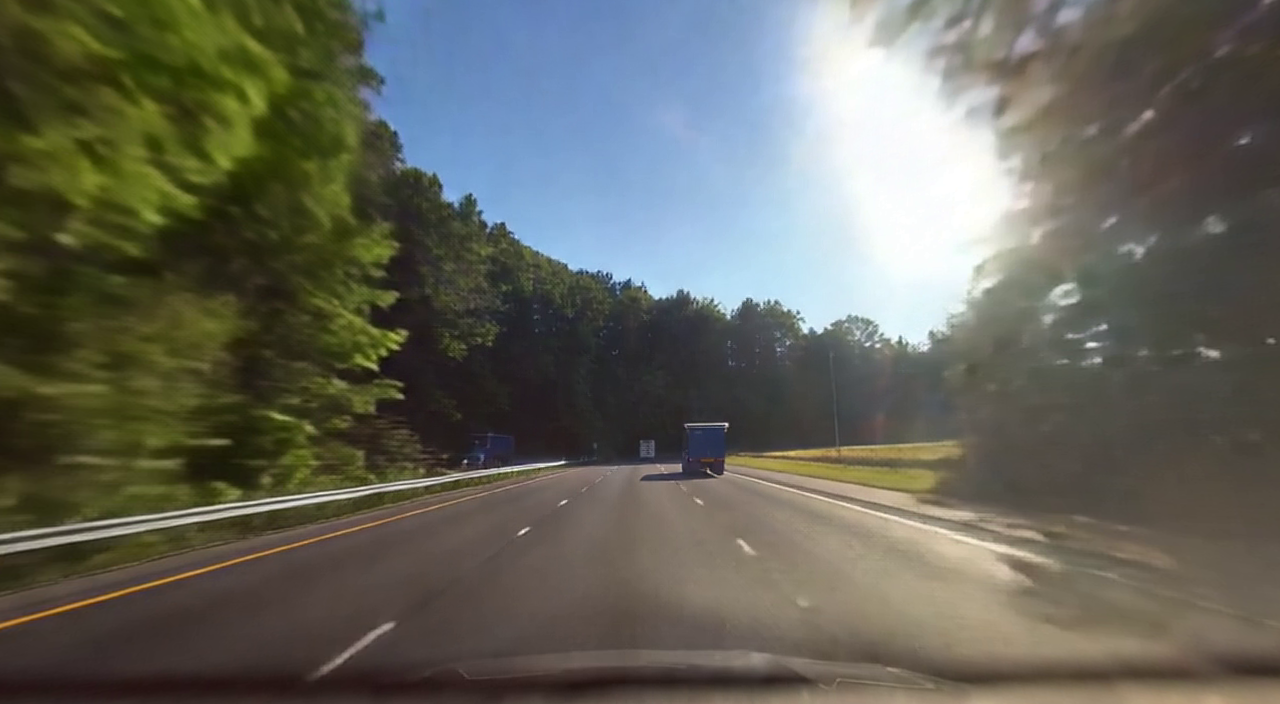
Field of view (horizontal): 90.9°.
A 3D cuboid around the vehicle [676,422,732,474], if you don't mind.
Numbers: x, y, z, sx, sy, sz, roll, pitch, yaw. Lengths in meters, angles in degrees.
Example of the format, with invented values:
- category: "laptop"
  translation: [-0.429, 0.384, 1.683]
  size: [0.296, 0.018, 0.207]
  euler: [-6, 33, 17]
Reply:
- category: "vehicle"
  translation: [3.631, 5.724, 37.361]
  size: [2.572, 2.795, 5.978]
  euler: [0, -9, -1]
